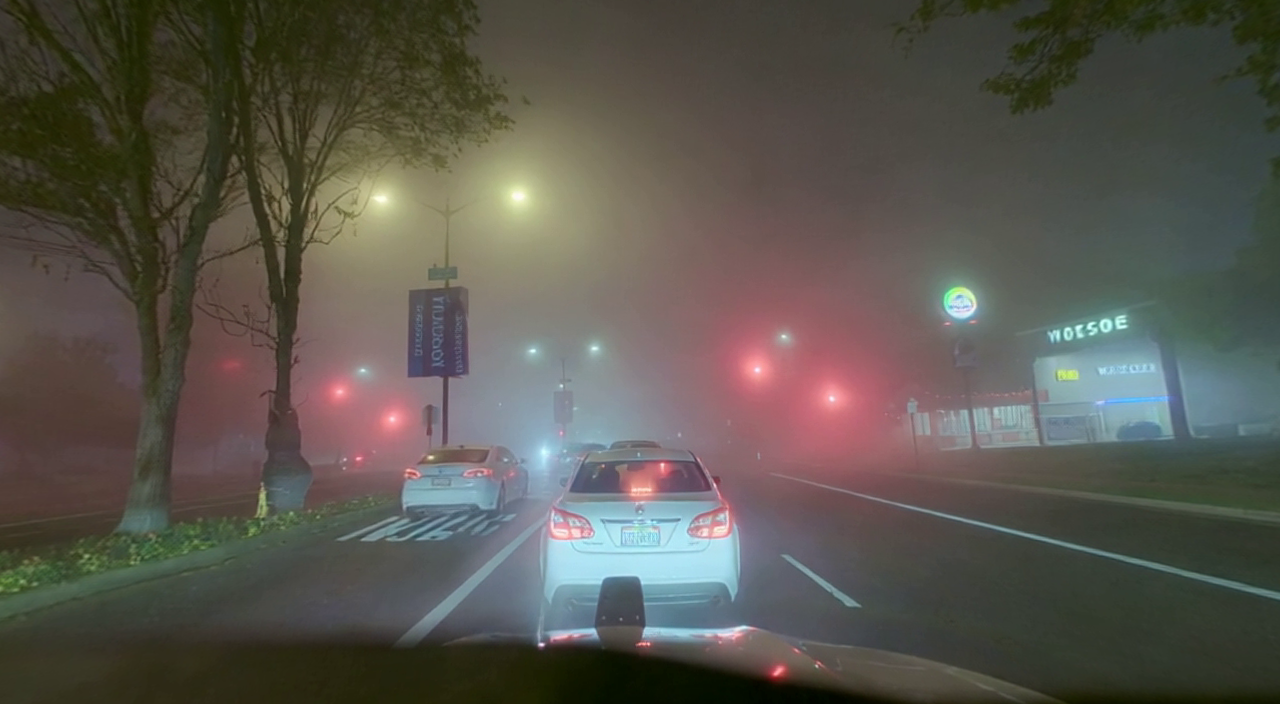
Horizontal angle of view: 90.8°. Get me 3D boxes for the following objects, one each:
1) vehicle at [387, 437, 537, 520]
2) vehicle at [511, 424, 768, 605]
[{"bbox_3d":[-3.488,2.548,13.308,1.952,1.431,4.383,0,-8,-1],"label":"vehicle"},{"bbox_3d":[-0.059,1.639,7.293,2.126,1.475,3.967,0,-8,-2],"label":"vehicle"}]
